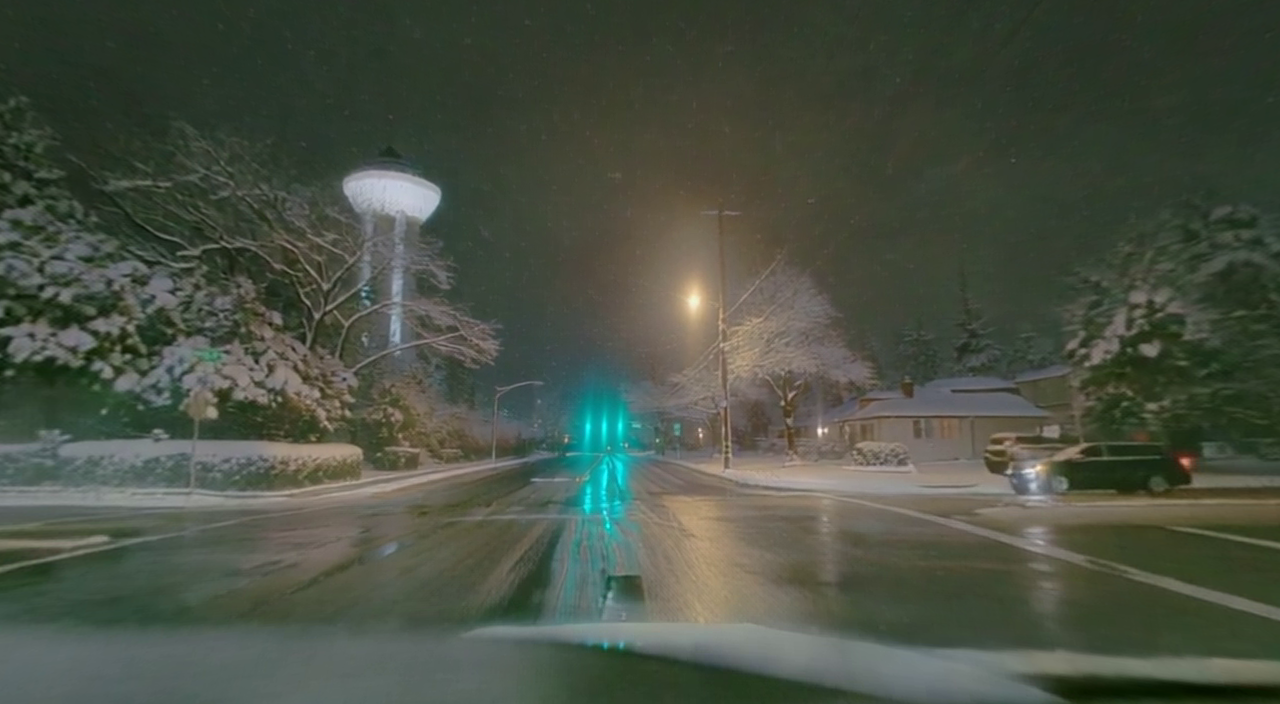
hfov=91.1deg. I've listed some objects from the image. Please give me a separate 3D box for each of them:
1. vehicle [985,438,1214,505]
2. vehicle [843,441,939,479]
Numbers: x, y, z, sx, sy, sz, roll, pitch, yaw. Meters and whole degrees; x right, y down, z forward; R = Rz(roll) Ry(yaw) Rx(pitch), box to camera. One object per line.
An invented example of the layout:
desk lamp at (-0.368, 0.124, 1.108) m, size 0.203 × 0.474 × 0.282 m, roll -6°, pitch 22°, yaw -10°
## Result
vehicle at (11.958, 3.113, 16.632) m, size 4.448 × 1.637 × 1.881 m, roll -1°, pitch -9°, yaw 5°
vehicle at (9.845, 4.213, 24.724) m, size 3.191 × 1.365 × 1.458 m, roll -6°, pitch -10°, yaw 36°
